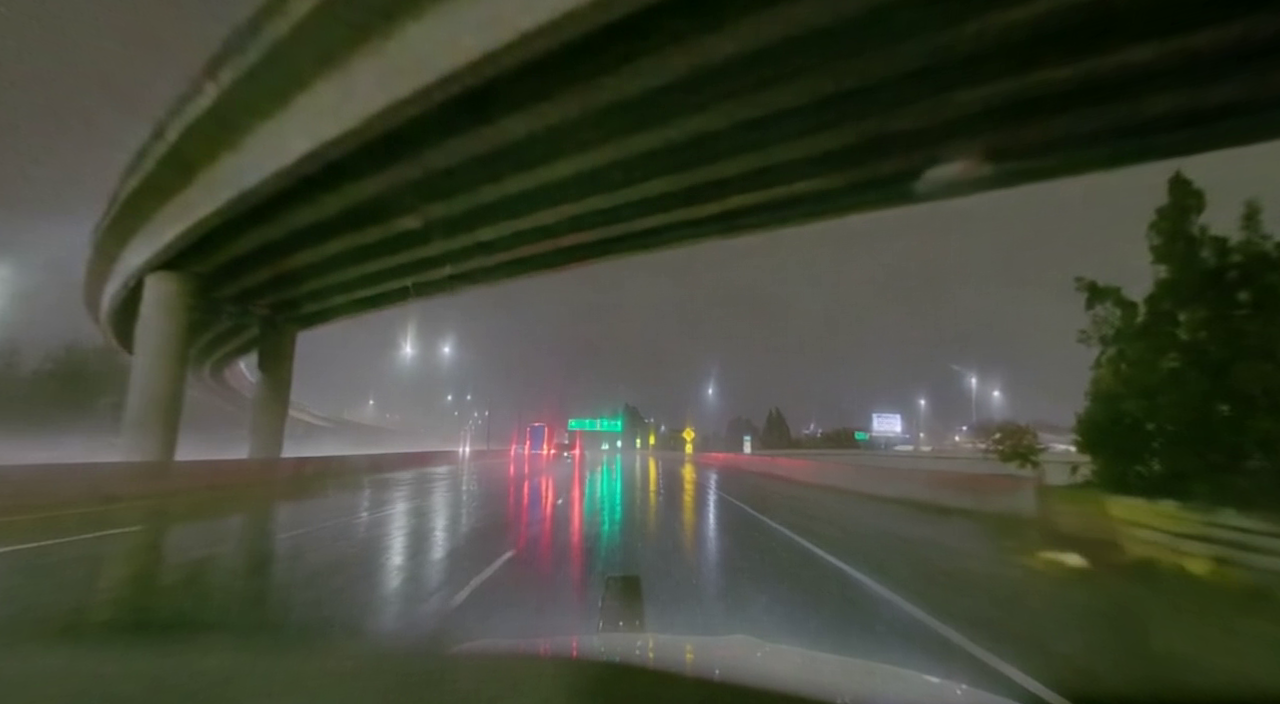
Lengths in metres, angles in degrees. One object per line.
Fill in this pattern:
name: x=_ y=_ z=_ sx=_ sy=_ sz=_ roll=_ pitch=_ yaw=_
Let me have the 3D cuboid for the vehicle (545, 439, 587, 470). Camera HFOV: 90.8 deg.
vehicle: x=-4.111 y=5.776 z=35.750 sx=1.971 sy=1.643 sz=4.009 roll=0 pitch=-8 yaw=-1
